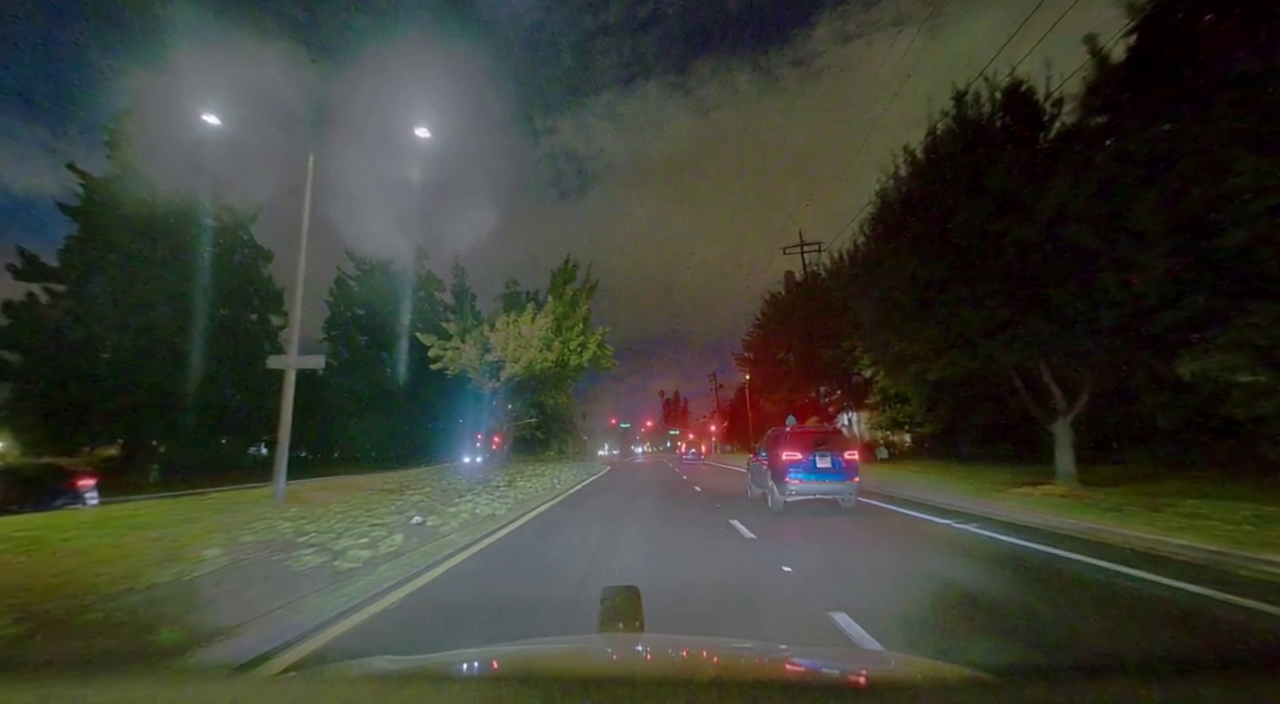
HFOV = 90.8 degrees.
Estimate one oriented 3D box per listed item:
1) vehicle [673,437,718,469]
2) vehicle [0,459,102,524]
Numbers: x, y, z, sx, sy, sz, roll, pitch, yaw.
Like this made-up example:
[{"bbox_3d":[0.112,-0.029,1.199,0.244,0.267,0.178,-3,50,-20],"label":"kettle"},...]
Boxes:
[{"bbox_3d":[3.353,6.227,39.054,2.229,1.795,4.927,0,-9,-2],"label":"vehicle"},{"bbox_3d":[-16.340,3.455,15.656,1.959,1.473,4.561,0,-9,1],"label":"vehicle"}]
